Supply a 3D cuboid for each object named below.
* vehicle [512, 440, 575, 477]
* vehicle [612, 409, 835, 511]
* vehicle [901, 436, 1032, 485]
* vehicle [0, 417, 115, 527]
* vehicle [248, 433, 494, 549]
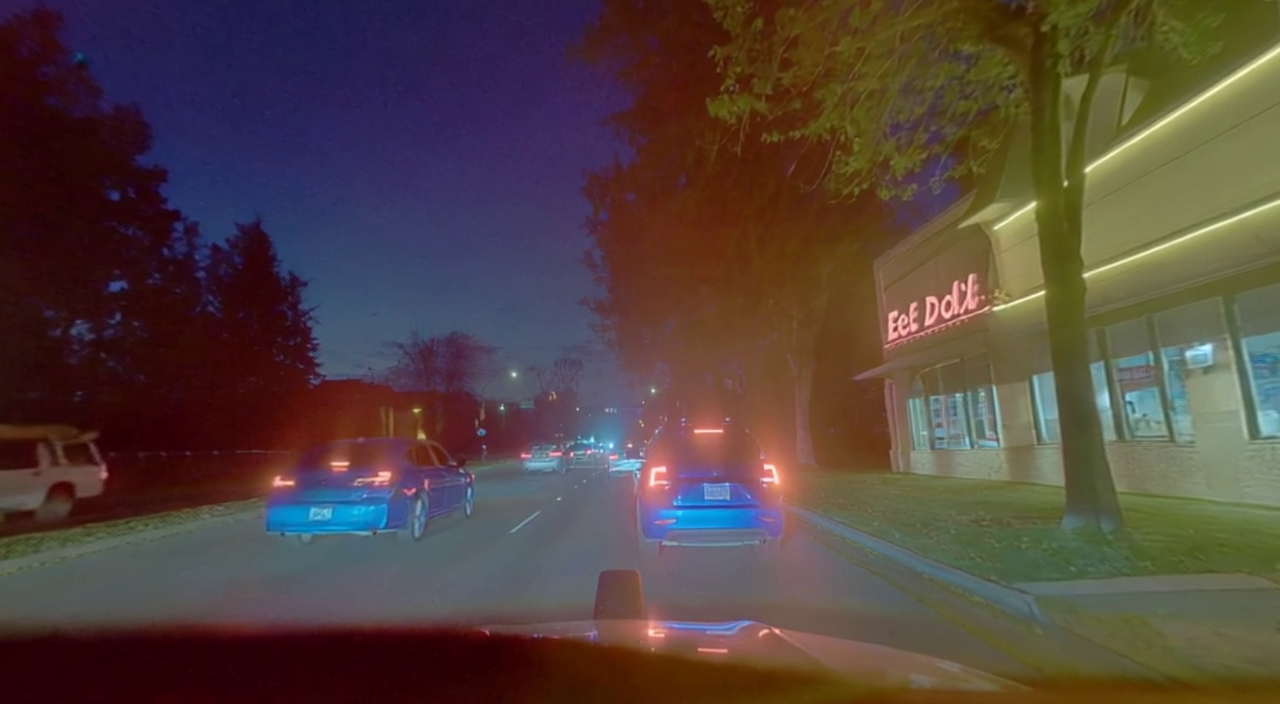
[{"bbox_3d":[-4.039,4.536,27.007,2.042,1.470,4.123,0,-8,0],"label":"vehicle"},{"bbox_3d":[1.780,2.419,14.403,4.642,1.955,2.052,-7,-11,39],"label":"vehicle"},{"bbox_3d":[12.296,4.105,23.836,3.871,1.525,1.835,-3,-9,0],"label":"vehicle"},{"bbox_3d":[-17.064,2.973,15.534,2.537,2.696,6.281,0,-9,1],"label":"vehicle"},{"bbox_3d":[-3.949,2.097,10.225,2.026,1.466,4.282,0,-8,1],"label":"vehicle"}]
